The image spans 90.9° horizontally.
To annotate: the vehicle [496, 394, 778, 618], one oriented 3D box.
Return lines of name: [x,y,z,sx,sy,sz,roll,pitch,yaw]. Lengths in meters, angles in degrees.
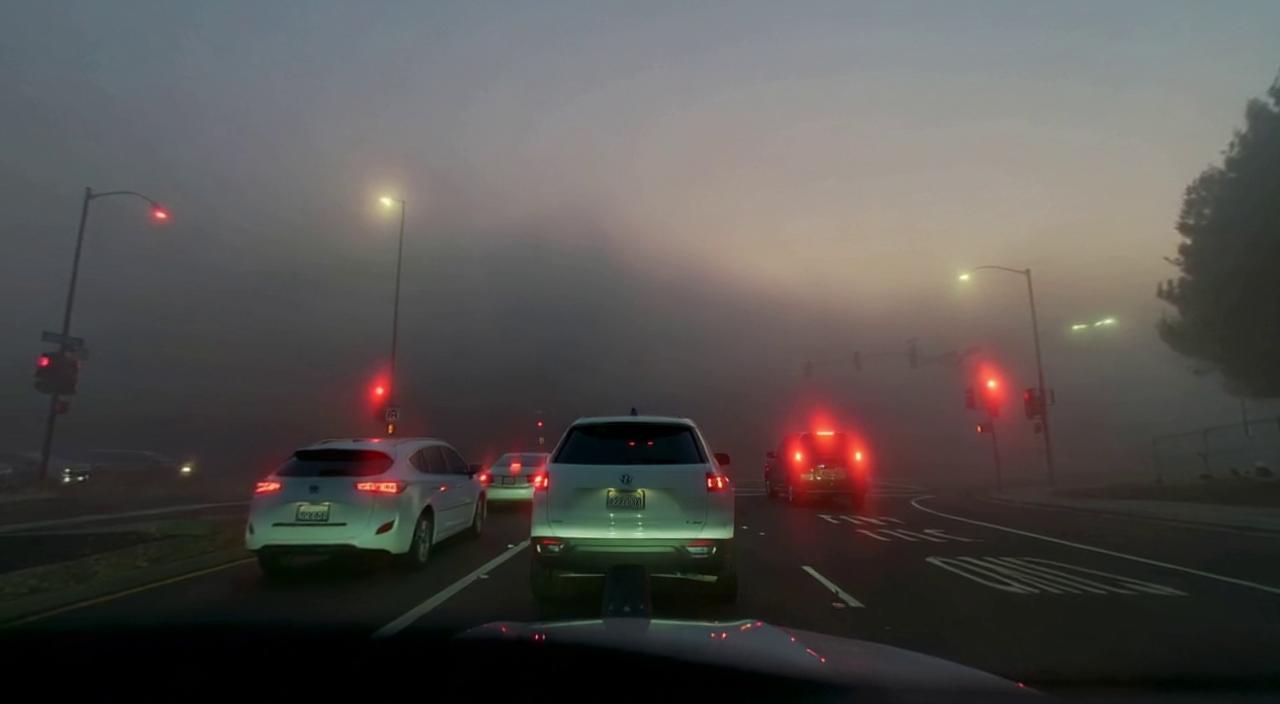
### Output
vehicle: [-0.029,1.525,7.178,2.203,1.757,4.286,0,-8,0]

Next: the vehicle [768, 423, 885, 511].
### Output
vehicle: [4.810,3.004,16.924,2.084,2.053,4.073,-1,-8,4]

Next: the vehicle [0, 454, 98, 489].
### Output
vehicle: [-27.102,5.273,27.929,4.198,1.444,1.765,2,-9,-15]

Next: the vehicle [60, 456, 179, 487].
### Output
vehicle: [-25.980,5.949,31.599,4.140,1.444,1.742,2,-9,-15]

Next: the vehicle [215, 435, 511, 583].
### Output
vehicle: [-3.241,1.898,8.573,1.913,1.453,4.413,0,-8,2]
